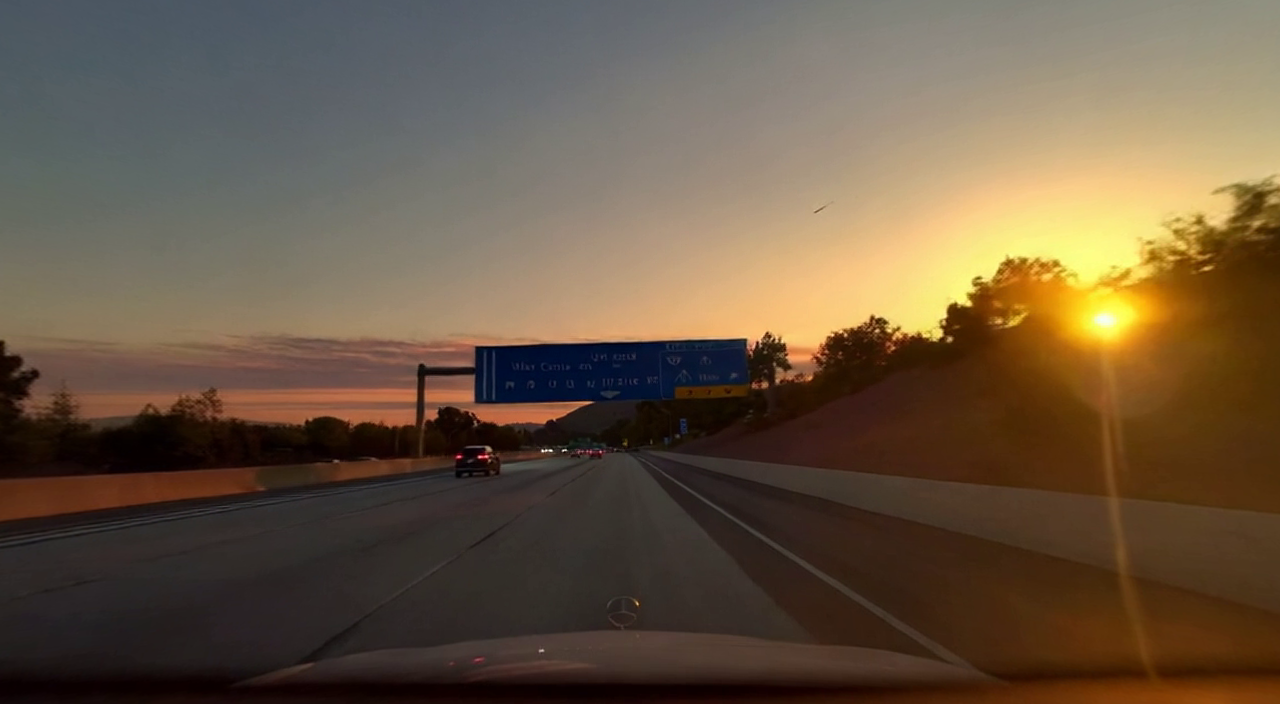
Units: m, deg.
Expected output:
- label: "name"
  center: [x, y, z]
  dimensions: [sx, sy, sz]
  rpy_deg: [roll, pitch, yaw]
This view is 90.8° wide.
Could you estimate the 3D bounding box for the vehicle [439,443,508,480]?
- label: "vehicle"
  center: [-7.686, 5.096, 29.563]
  dimensions: [2.098, 1.606, 4.227]
  rpy_deg: [0, -9, 0]
